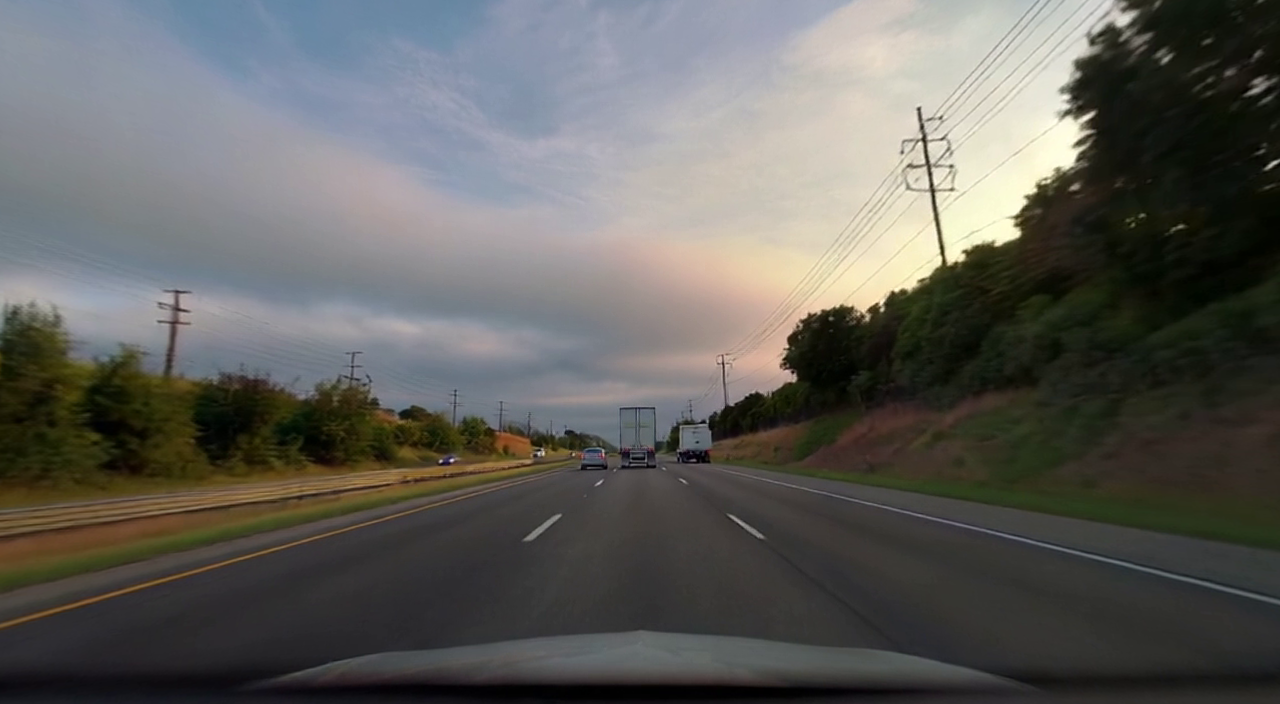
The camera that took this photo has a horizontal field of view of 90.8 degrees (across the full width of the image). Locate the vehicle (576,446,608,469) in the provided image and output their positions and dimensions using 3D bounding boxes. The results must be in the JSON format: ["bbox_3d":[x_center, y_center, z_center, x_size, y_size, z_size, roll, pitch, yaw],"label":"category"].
[{"bbox_3d":[-3.485,7.786,46.580,2.024,1.582,4.032,0,-9,0],"label":"vehicle"}]

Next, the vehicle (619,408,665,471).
[{"bbox_3d":[0.035,6.733,47.767,2.997,4.076,13.224,0,-9,-1],"label":"vehicle"}]
